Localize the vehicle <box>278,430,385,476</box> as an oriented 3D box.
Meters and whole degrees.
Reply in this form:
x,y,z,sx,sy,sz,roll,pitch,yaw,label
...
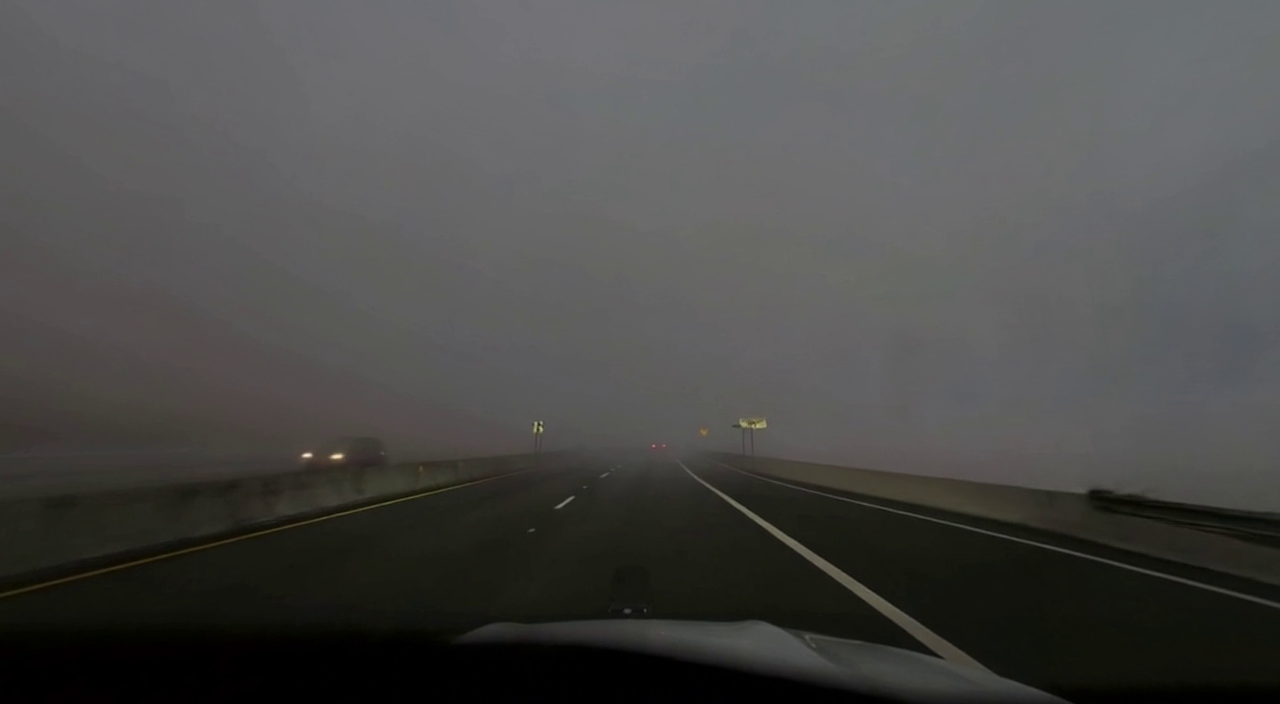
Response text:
x,y,z,sx,sy,sz,roll,pitch,yaw,label
-14.042,4.629,29.110,2.003,1.930,5.528,0,-8,2,vehicle
